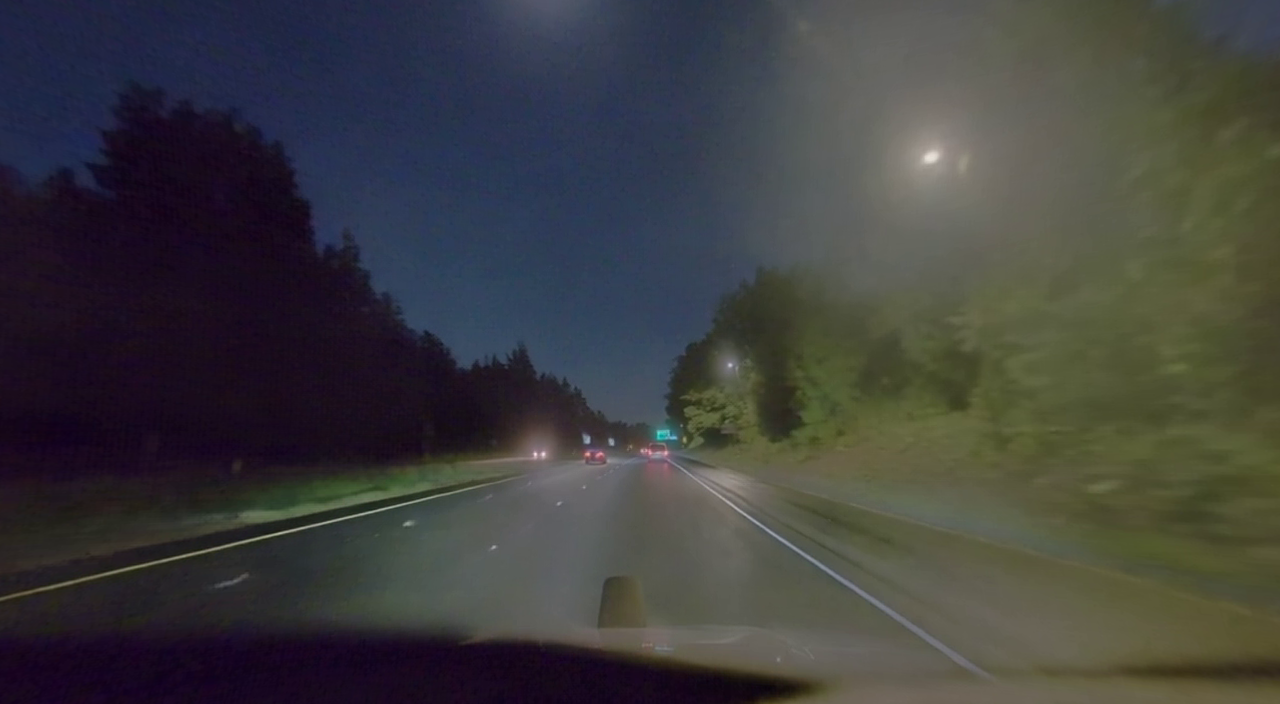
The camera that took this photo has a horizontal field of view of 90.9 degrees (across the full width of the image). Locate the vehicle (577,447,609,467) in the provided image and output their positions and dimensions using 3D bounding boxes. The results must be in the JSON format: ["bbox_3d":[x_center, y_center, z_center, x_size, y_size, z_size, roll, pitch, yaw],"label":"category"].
[{"bbox_3d":[-3.558,8.010,48.243,2.033,1.449,3.957,0,-9,1],"label":"vehicle"}]
